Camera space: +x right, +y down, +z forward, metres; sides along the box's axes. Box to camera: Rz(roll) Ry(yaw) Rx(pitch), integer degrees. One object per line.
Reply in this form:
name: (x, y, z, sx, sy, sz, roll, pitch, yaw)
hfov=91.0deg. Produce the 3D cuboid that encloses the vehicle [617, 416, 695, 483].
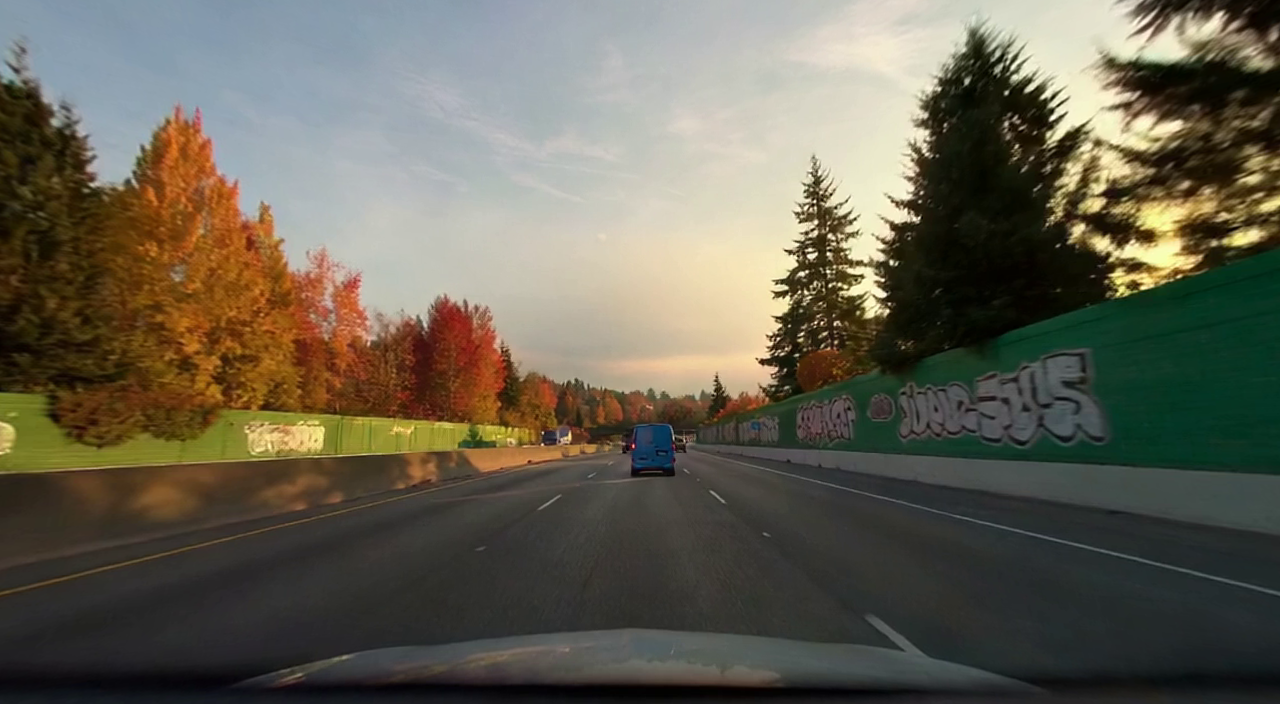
vehicle: (0.472, 3.209, 20.795, 2.283, 1.956, 4.421, 0, -8, 0)
